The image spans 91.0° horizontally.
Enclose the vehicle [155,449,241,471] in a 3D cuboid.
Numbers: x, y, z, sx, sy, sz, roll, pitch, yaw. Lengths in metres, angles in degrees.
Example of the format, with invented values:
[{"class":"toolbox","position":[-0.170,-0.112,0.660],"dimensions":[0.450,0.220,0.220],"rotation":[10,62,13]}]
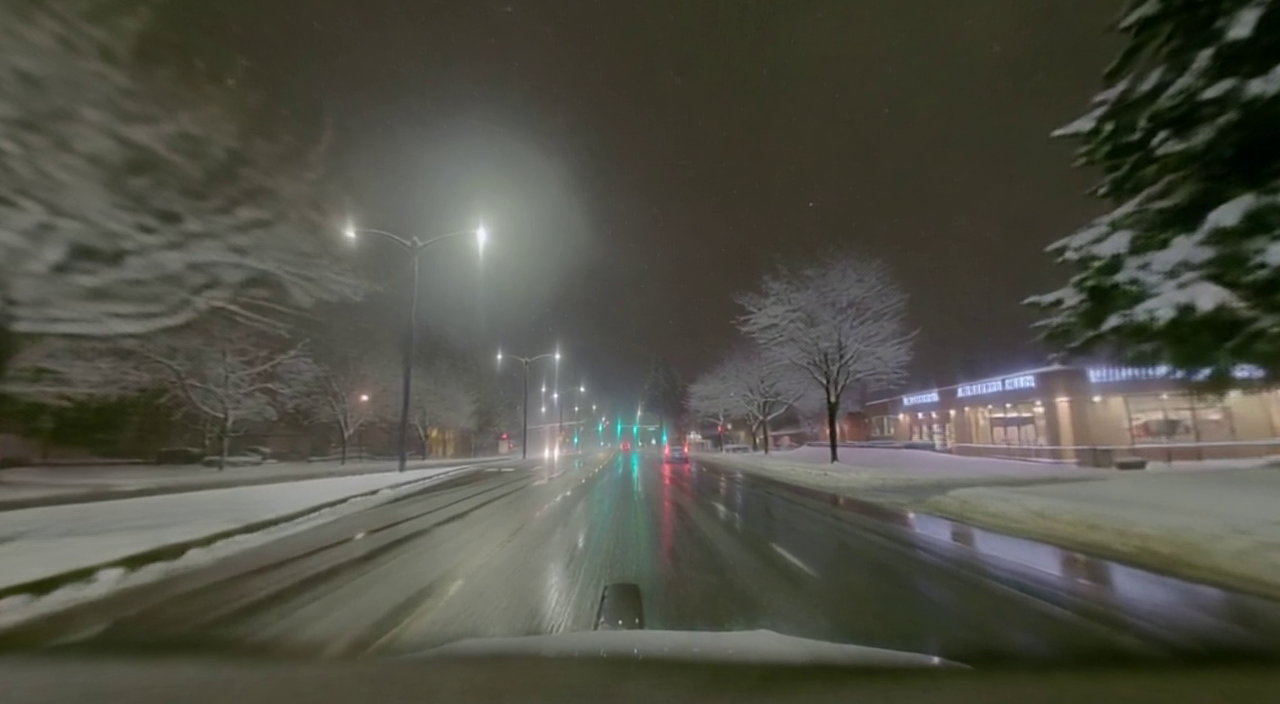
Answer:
[{"class":"vehicle","position":[-33.028,8.075,47.167],"dimensions":[4.736,1.573,2.176],"rotation":[0,-8,-3]}]

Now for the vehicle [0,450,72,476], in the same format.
[{"class":"vehicle","position":[-45.616,8.221,46.599],"dimensions":[5.020,1.719,2.107],"rotation":[-2,-8,-1]}]
